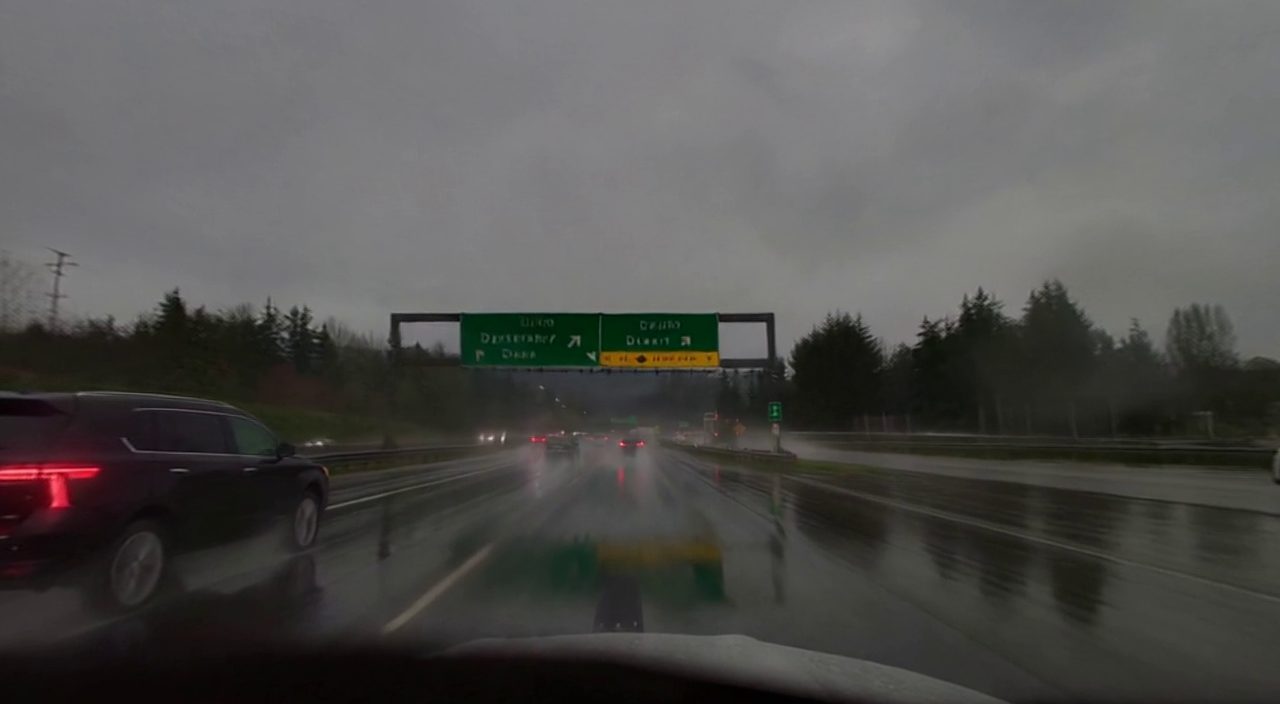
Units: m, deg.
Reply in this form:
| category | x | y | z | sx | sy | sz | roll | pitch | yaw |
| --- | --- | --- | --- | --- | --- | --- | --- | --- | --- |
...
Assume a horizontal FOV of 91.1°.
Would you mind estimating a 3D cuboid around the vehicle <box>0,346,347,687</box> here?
| category | x | y | z | sx | sy | sz | roll | pitch | yaw |
| --- | --- | --- | --- | --- | --- | --- | --- | --- | --- |
| vehicle | -4.476 | 1.142 | 5.288 | 1.971 | 1.822 | 4.366 | 0 | -8 | -1 |

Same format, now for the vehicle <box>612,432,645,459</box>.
| category | x | y | z | sx | sy | sz | roll | pitch | yaw |
| --- | --- | --- | --- | --- | --- | --- | --- | --- | --- |
| vehicle | -0.720 | 5.849 | 39.511 | 2.002 | 1.611 | 3.778 | 0 | -8 | -1 |

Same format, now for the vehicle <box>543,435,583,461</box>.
| category | x | y | z | sx | sy | sz | roll | pitch | yaw |
| --- | --- | --- | --- | --- | --- | --- | --- | --- | --- |
| vehicle | -4.539 | 5.669 | 37.499 | 1.909 | 1.445 | 4.087 | 0 | -8 | -1 |
